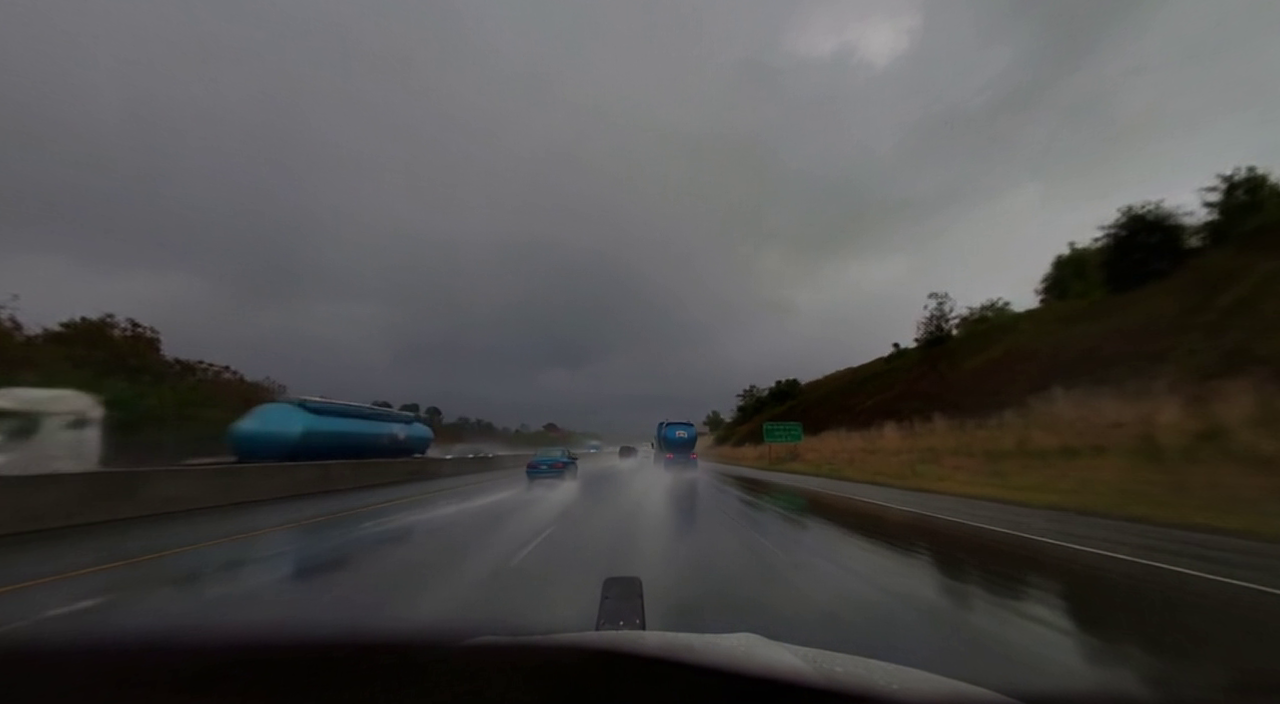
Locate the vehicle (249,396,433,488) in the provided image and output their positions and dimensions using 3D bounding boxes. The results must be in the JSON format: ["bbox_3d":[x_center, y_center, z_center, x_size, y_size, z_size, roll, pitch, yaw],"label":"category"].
[{"bbox_3d":[-15.113,4.931,34.193,2.910,3.869,14.755,0,-9,-1],"label":"vehicle"}]

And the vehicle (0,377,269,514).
[{"bbox_3d":[-19.678,3.634,24.232,2.862,3.843,13.487,0,-9,-1],"label":"vehicle"}]

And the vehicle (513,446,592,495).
[{"bbox_3d":[-2.850,3.969,21.503,2.013,1.498,3.908,-1,-9,2],"label":"vehicle"}]
